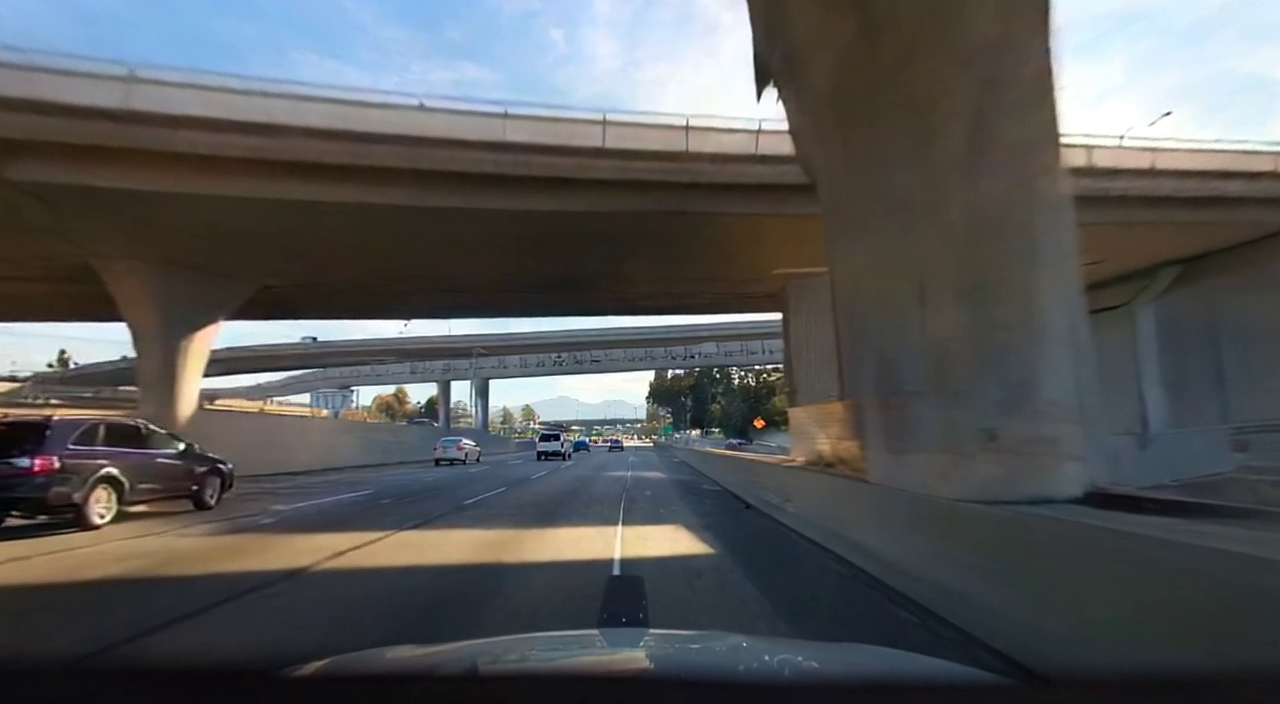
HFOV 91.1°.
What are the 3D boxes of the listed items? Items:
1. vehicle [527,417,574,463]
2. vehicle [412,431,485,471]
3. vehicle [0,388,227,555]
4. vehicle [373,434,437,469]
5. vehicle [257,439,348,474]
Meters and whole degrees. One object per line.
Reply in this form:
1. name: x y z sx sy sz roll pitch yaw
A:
1. vehicle: -5.951 5.980 42.602 2.301 2.843 6.458 0 -8 -1
2. vehicle: -9.209 4.805 30.611 2.109 1.784 4.709 0 -8 -1
3. vehicle: -8.665 1.663 9.124 2.179 1.948 4.618 0 -8 -1
4. vehicle: -12.634 5.360 34.019 1.900 1.726 4.236 0 -8 -2
5. vehicle: -15.846 4.921 29.762 1.863 1.499 4.455 0 -8 -1
